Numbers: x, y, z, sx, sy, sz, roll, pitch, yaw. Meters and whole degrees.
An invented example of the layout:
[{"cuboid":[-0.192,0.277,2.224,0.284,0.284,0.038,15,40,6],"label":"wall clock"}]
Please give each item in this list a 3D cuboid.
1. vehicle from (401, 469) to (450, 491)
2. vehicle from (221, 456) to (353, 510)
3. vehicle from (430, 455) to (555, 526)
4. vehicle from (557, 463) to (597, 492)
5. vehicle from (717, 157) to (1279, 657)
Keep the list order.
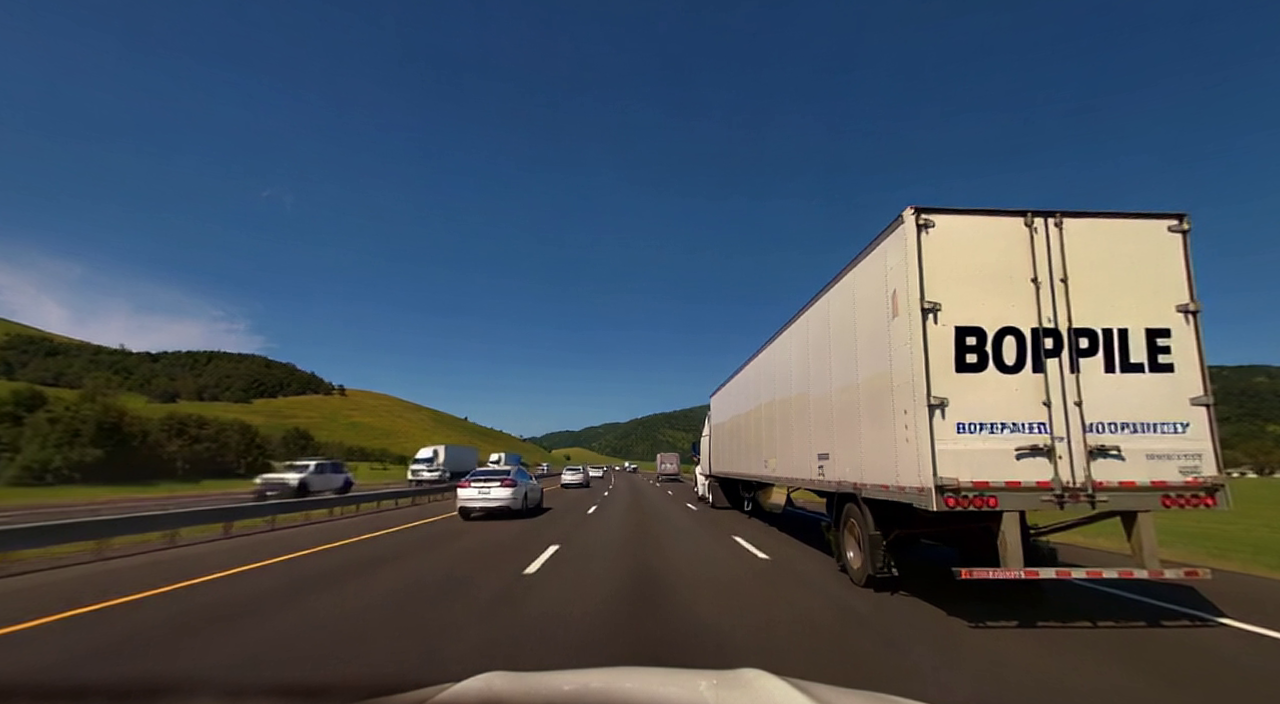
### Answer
[{"cuboid":[-15.576,9.282,45.967,1.995,1.485,4.370,1,-11,0],"label":"vehicle"},{"cuboid":[-11.431,4.278,20.808,1.896,1.559,4.095,1,-11,1],"label":"vehicle"},{"cuboid":[-3.672,3.608,16.756,2.088,1.566,4.853,1,-11,1],"label":"vehicle"},{"cuboid":[-3.878,7.835,39.373,2.063,1.671,4.197,1,-11,0],"label":"vehicle"},{"cuboid":[3.841,1.604,12.052,2.839,4.062,14.051,1,-11,-1],"label":"vehicle"}]
